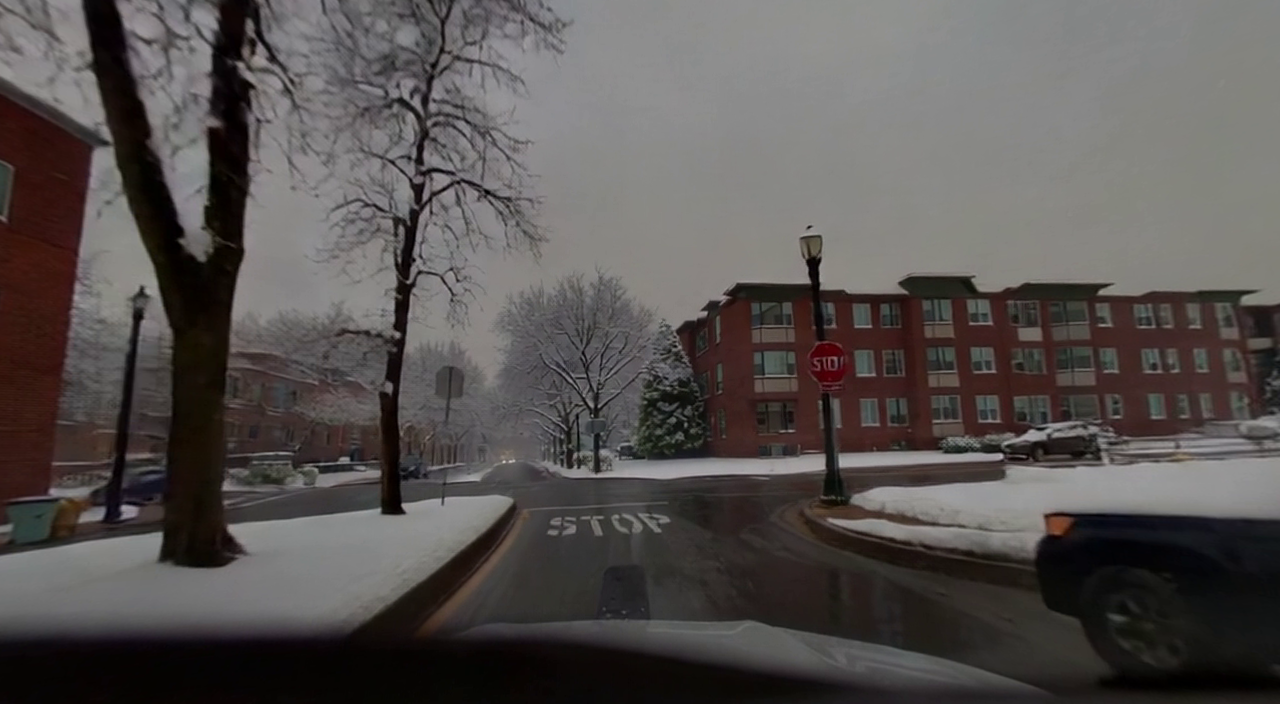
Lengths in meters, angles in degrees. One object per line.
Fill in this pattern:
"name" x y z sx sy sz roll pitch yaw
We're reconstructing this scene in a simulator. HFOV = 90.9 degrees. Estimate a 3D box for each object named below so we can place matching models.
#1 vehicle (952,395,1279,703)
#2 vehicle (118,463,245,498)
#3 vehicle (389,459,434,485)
"vehicle" 4.107 0.845 2.543 2.065 1.529 4.709 1 -11 -25
"vehicle" -21.839 6.106 30.122 4.654 1.503 1.951 -1 -9 4
"vehicle" -14.563 7.636 40.410 2.027 1.475 4.522 1 -9 -12
